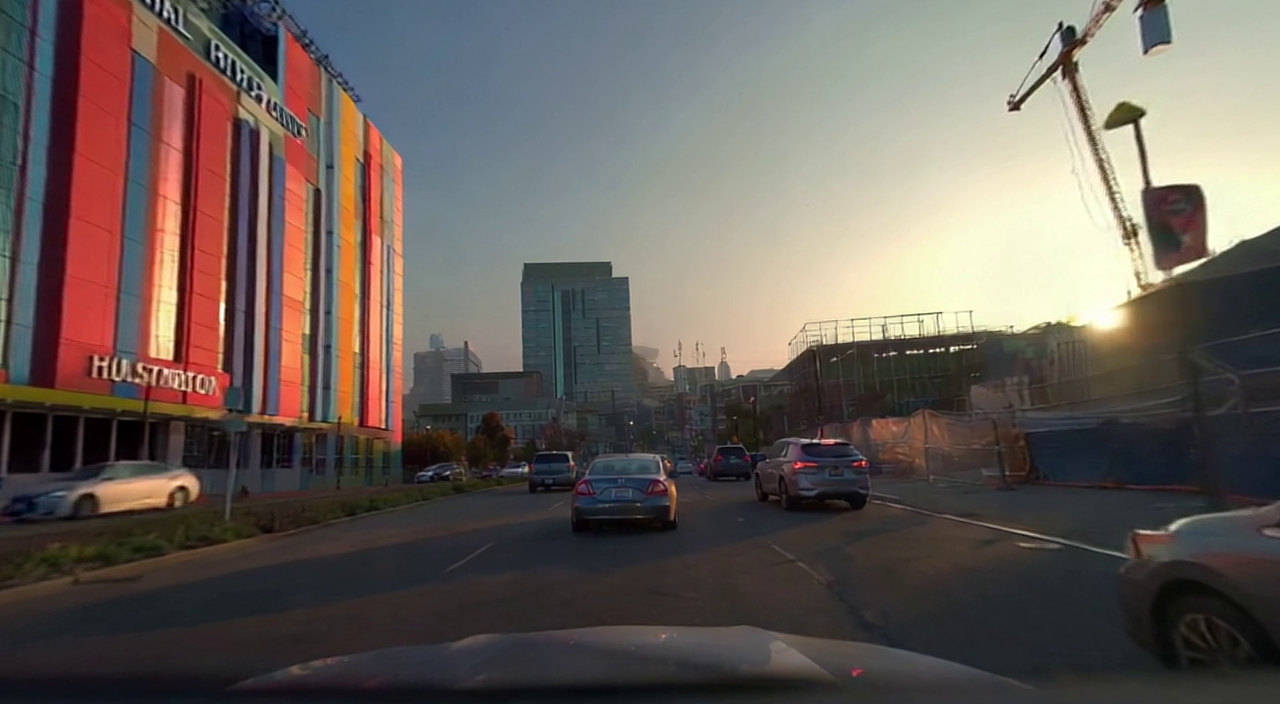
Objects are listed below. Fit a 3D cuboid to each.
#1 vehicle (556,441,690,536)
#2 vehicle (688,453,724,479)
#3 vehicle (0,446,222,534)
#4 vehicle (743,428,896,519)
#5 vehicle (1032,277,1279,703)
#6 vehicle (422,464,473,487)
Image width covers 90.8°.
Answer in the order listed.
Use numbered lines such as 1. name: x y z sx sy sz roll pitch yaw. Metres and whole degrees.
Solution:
1. vehicle: -0.203 2.491 12.231 2.131 1.496 4.193 0 -8 2
2. vehicle: 4.442 7.744 43.052 2.115 1.636 4.104 0 -8 2
3. vehicle: -13.120 3.230 15.558 2.136 1.764 4.855 -1 -8 3
4. vehicle: 4.007 2.807 15.167 2.185 1.797 4.934 0 -8 0
5. vehicle: 3.561 0.517 1.251 2.182 1.954 5.341 0 -8 1
6. vehicle: -14.572 9.330 48.058 2.078 1.496 4.769 -1 -8 4
